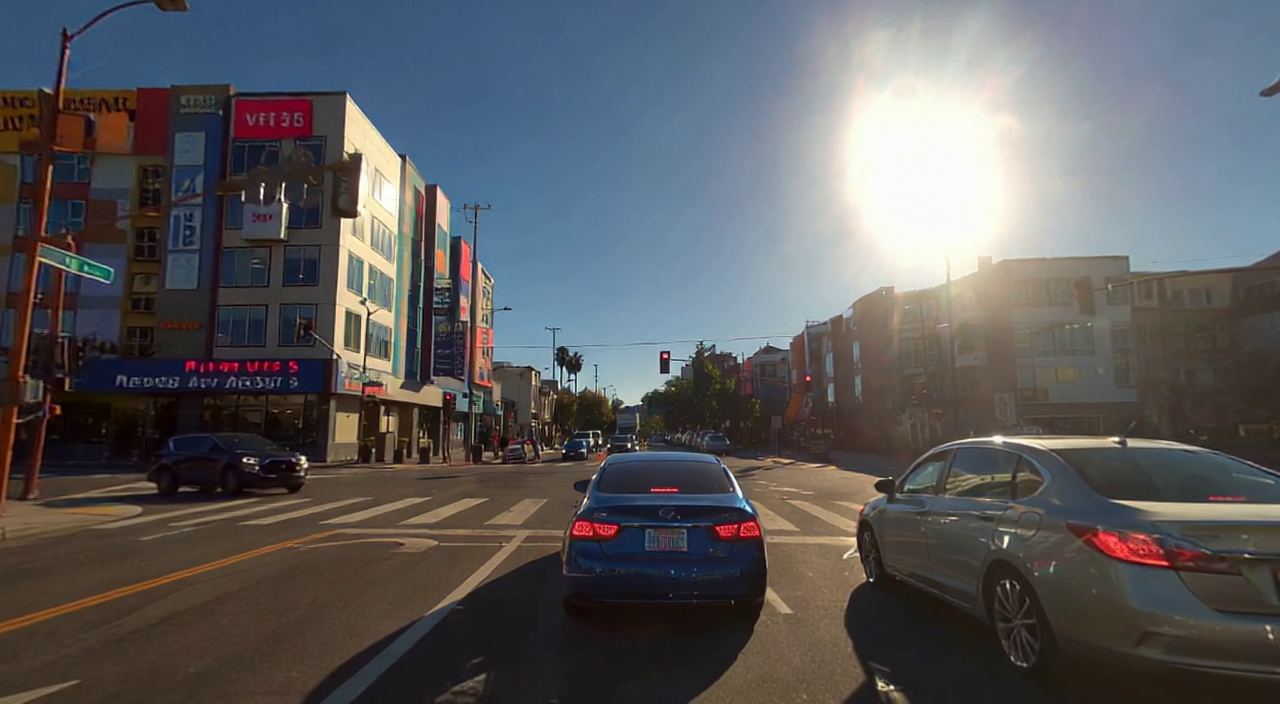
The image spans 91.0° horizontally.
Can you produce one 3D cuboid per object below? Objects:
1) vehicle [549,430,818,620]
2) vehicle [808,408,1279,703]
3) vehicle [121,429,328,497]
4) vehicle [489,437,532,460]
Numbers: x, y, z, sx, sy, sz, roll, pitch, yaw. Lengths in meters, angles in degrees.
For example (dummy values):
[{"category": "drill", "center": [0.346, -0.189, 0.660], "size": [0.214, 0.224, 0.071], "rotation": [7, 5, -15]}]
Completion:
[{"category": "vehicle", "center": [0.232, 1.664, 7.076], "size": [2.132, 1.464, 4.089], "rotation": [0, -8, -3]}, {"category": "vehicle", "center": [2.803, 1.281, 4.559], "size": [1.961, 1.498, 4.356], "rotation": [0, -8, 0]}, {"category": "vehicle", "center": [-13.123, 3.443, 19.889], "size": [5.998, 1.889, 2.338], "rotation": [-3, -9, 22]}, {"category": "vehicle", "center": [-9.235, 6.915, 45.243], "size": [2.030, 1.596, 3.912], "rotation": [-1, -8, 3]}]
